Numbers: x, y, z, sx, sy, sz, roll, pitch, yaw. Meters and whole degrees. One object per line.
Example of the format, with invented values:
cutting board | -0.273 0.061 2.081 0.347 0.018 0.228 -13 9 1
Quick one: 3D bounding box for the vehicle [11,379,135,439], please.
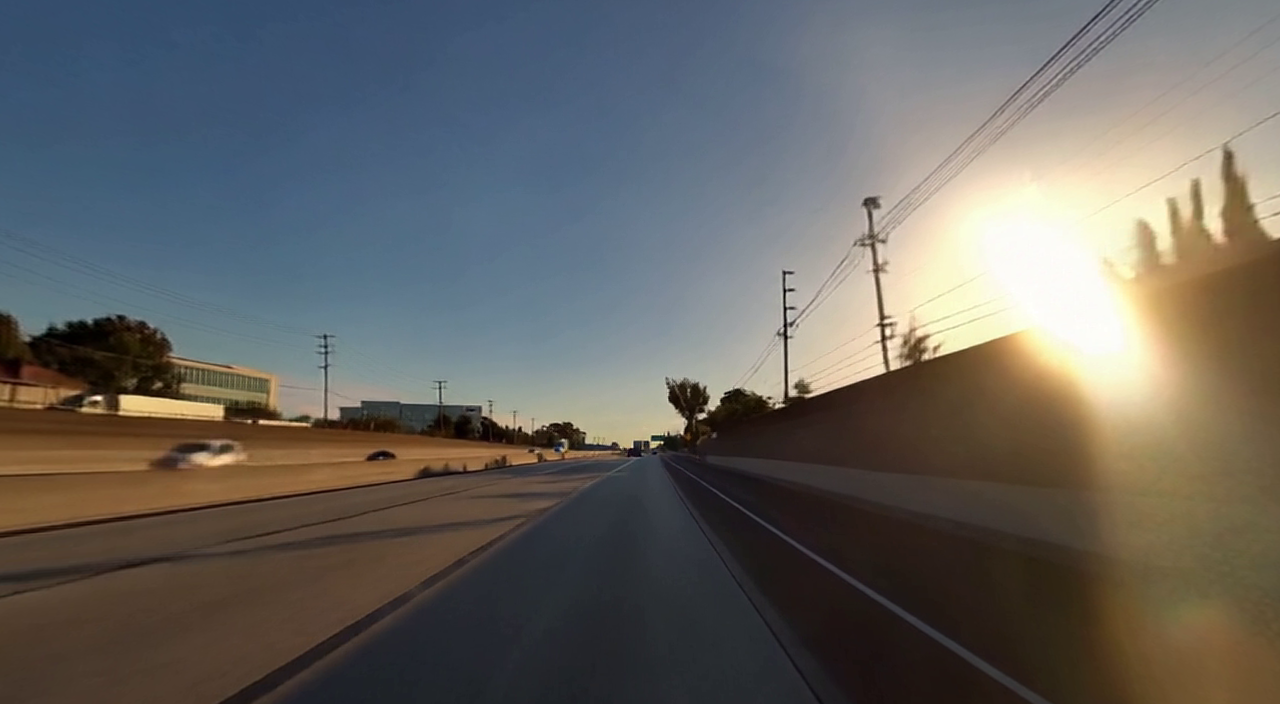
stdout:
vehicle | -41.978 4.367 46.974 2.956 4.052 6.119 -1 -9 6
